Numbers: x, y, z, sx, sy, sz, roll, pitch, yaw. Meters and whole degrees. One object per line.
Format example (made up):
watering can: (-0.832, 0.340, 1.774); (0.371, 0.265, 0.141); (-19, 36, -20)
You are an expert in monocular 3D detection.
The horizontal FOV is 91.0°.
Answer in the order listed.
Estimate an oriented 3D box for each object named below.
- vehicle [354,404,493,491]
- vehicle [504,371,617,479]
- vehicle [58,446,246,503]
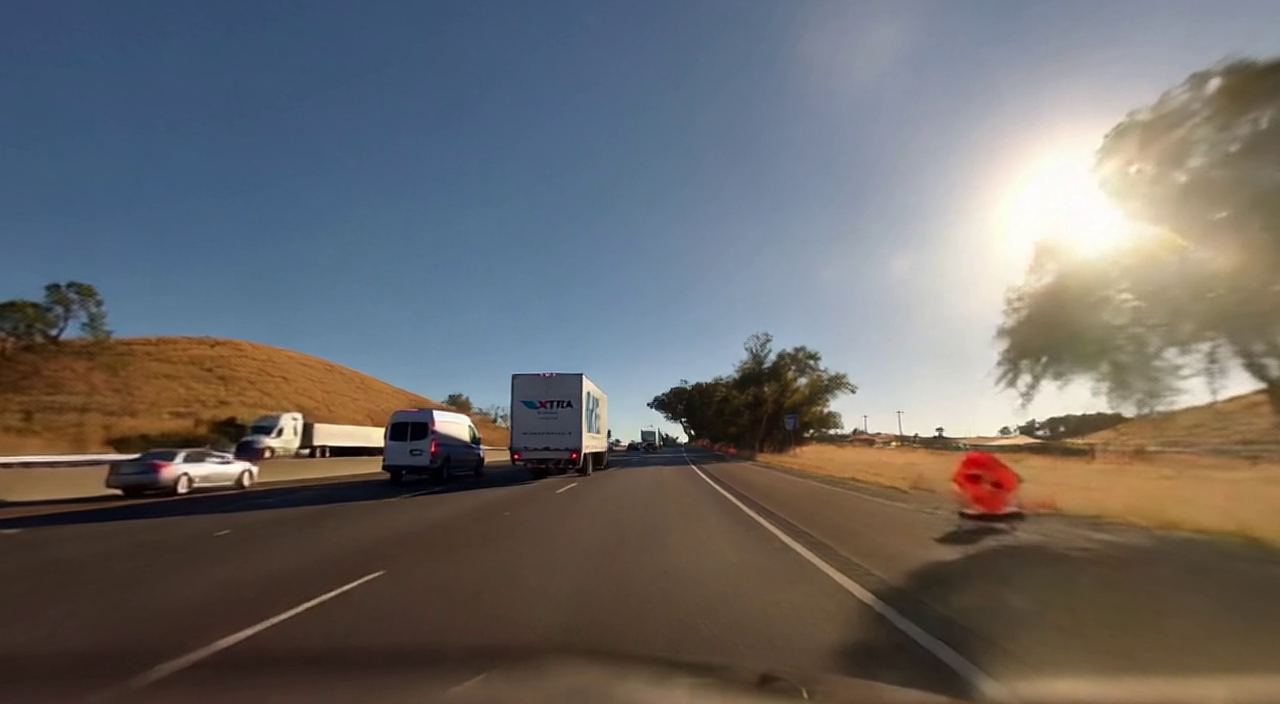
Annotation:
vehicle: (-7.260, 3.327, 22.115); (2.469, 2.615, 5.874); (0, -8, 3)
vehicle: (-3.145, 3.422, 28.425); (3.183, 4.011, 9.617); (0, -8, 4)
vehicle: (-14.667, 3.661, 19.384); (1.901, 1.487, 4.622); (0, -8, 3)
